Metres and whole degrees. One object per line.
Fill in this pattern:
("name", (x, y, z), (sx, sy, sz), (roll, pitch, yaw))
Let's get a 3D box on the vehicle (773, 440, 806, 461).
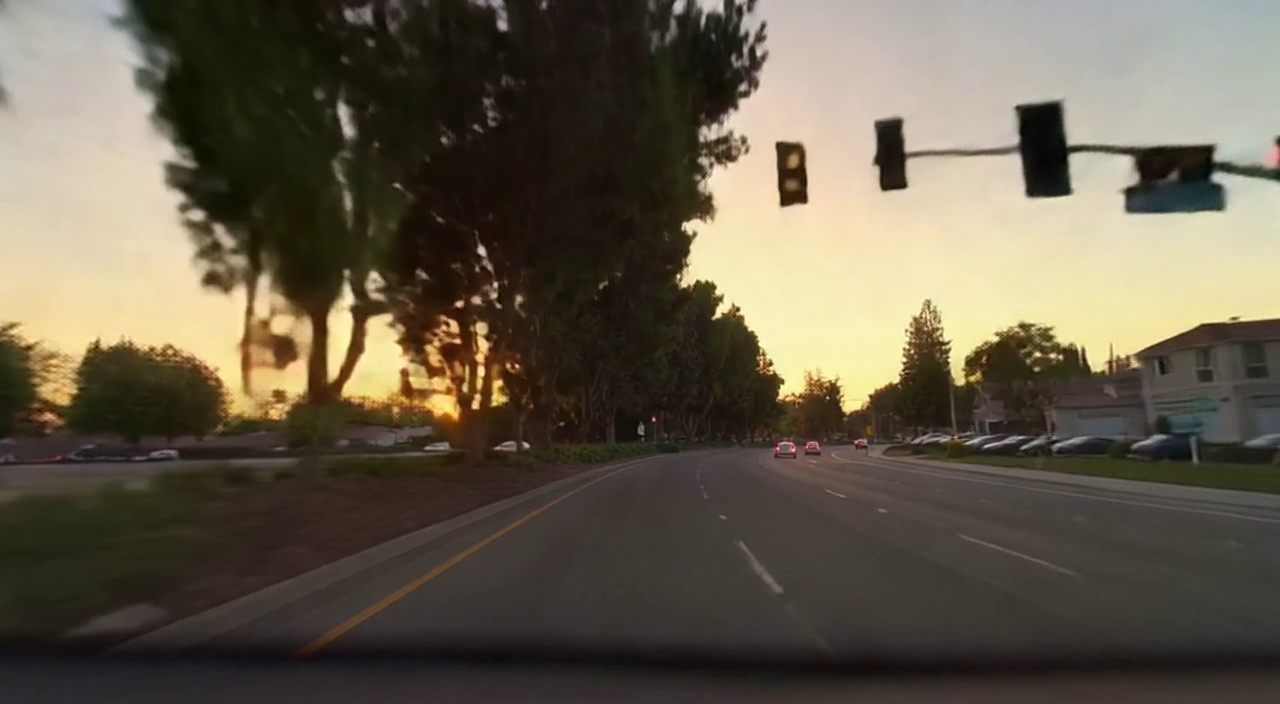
("vehicle", (11.098, 7.314, 47.188), (1.988, 1.460, 3.996), (-1, -8, 7))
